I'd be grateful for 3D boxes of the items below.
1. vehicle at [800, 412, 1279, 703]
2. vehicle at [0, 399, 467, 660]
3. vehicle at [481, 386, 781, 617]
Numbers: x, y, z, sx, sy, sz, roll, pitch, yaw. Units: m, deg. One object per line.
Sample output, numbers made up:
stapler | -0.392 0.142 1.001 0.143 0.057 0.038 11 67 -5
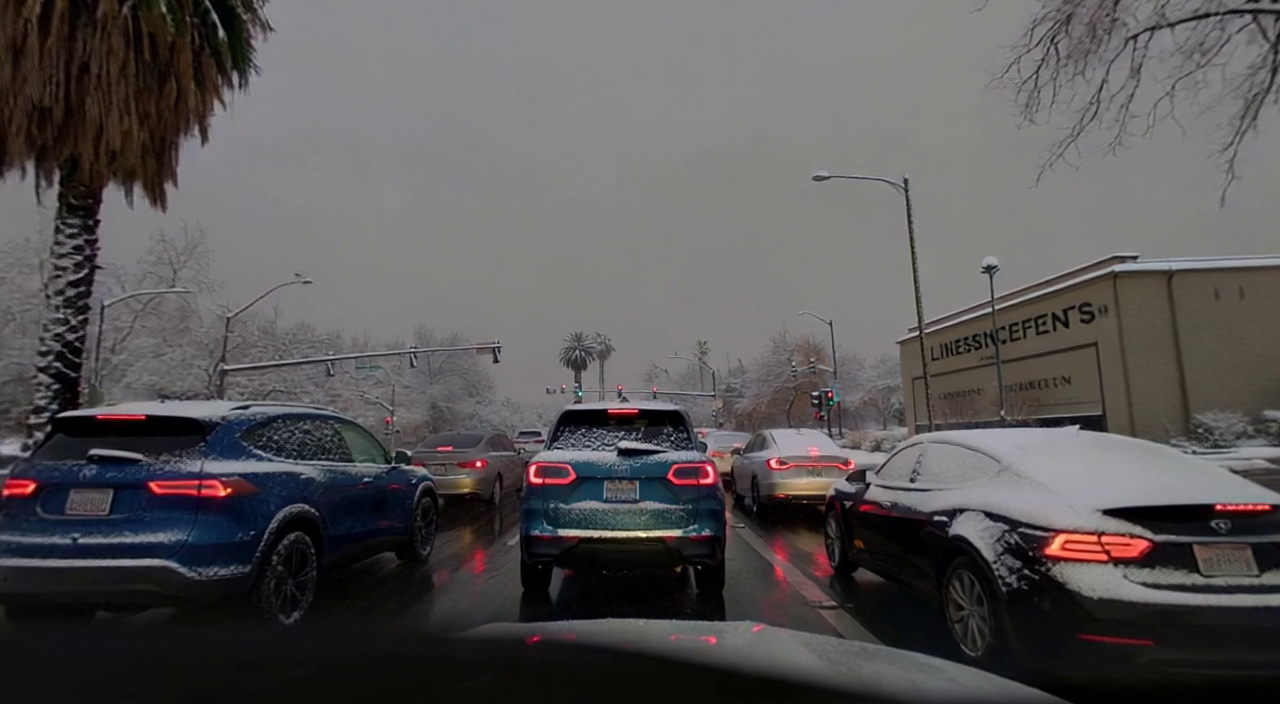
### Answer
vehicle | 2.975 1.370 5.253 2.017 1.491 4.611 0 -8 -1
vehicle | -3.347 1.384 6.048 2.014 1.534 4.455 0 -8 1
vehicle | -0.126 1.460 7.079 2.280 1.747 4.361 0 -8 -2
